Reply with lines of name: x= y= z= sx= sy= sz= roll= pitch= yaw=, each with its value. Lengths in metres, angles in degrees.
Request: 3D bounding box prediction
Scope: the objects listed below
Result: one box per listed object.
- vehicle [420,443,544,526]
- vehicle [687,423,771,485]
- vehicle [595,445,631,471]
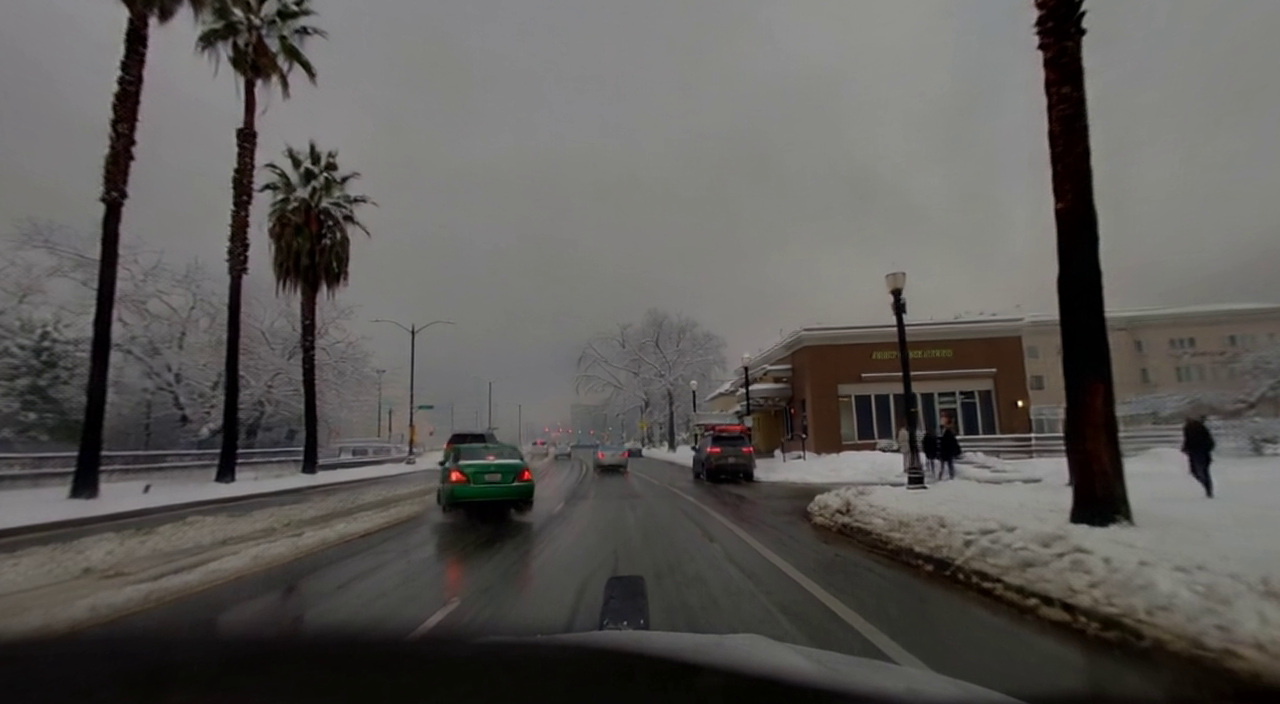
vehicle: x=-3.656 y=2.771 z=13.929 sx=1.930 sy=1.477 sz=4.657 roll=3 pitch=-9 yaw=-22
vehicle: x=3.355 y=4.008 z=24.920 sx=2.126 sy=2.167 sz=5.098 roll=0 pitch=-9 yaw=-5
vehicle: x=-1.655 y=6.297 z=37.699 sx=1.972 sy=1.473 sz=4.000 roll=1 pitch=-9 yaw=-5
